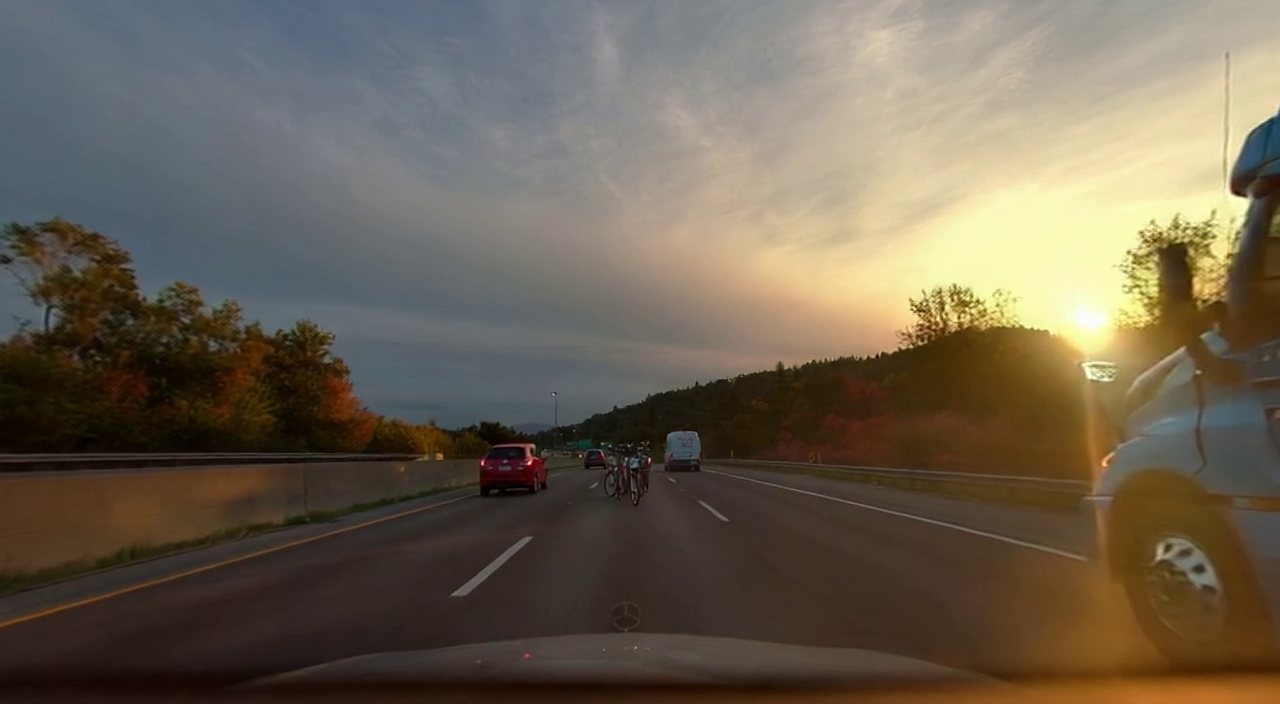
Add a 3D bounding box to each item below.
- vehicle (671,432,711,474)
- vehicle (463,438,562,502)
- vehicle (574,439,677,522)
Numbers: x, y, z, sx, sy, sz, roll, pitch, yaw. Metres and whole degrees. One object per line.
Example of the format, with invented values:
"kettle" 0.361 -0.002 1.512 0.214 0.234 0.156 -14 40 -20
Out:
"vehicle" 3.457 6.949 43.623 2.234 2.679 5.372 0 -9 -1
"vehicle" -3.684 3.516 19.168 1.985 1.671 4.604 0 -9 1
"vehicle" -0.264 2.747 13.914 1.973 1.574 3.426 0 -9 0
